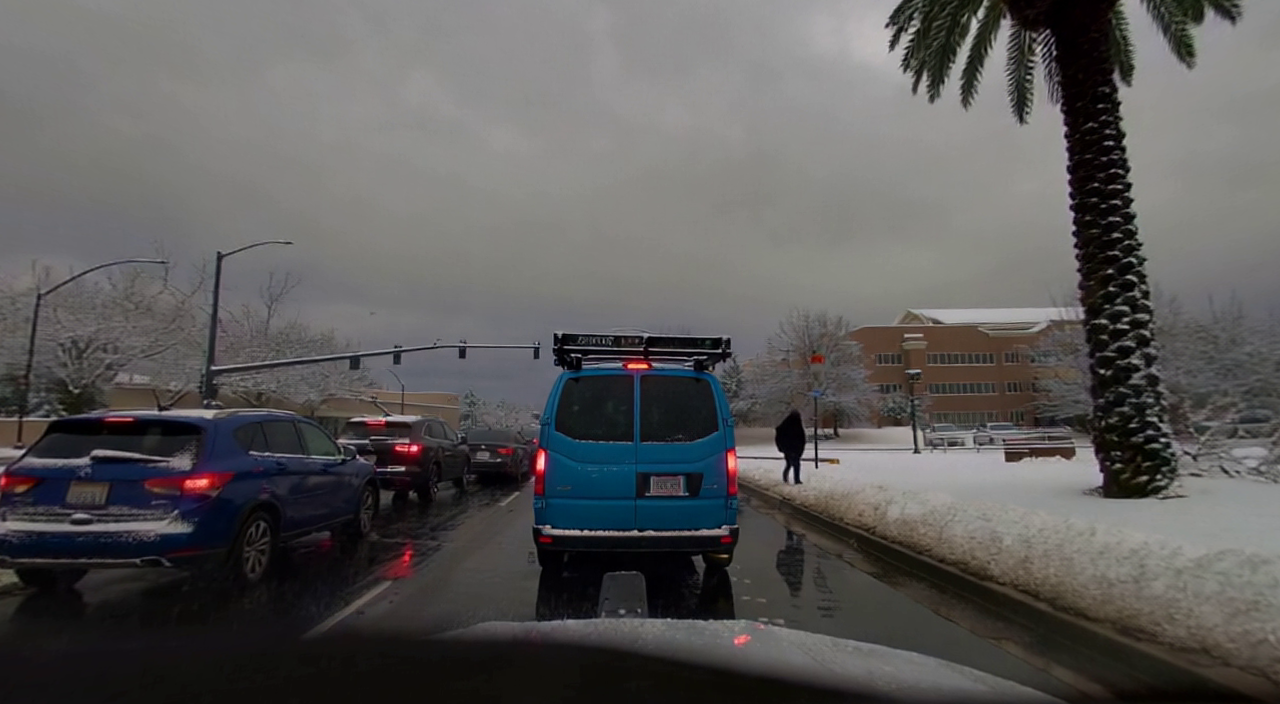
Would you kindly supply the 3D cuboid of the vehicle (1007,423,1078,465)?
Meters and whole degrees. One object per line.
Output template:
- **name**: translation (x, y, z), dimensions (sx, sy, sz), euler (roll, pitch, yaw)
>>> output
- **vehicle**: translation (15.822, 3.616, 24.734), dimensions (2.048, 1.475, 3.972), euler (-6, -10, 34)

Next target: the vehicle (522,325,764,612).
- **vehicle**: translation (-0.185, 1.219, 7.198), dimensions (1.902, 2.238, 4.263), euler (1, -9, -6)

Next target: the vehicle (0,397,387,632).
- **vehicle**: translation (-4.376, 1.470, 6.689), dimensions (1.986, 1.643, 4.315), euler (1, -9, -6)

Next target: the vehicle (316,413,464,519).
- **vehicle**: translation (-5.185, 2.423, 13.910), dimensions (2.089, 1.854, 5.022), euler (2, -9, -11)

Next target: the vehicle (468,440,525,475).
- **vehicle**: translation (-6.804, 4.896, 29.600), dimensions (1.818, 1.479, 4.428), euler (4, -9, -22)

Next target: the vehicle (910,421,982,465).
- **vehicle**: translation (12.678, 3.764, 26.058), dimensions (2.046, 1.675, 3.924), euler (-6, -10, 33)
